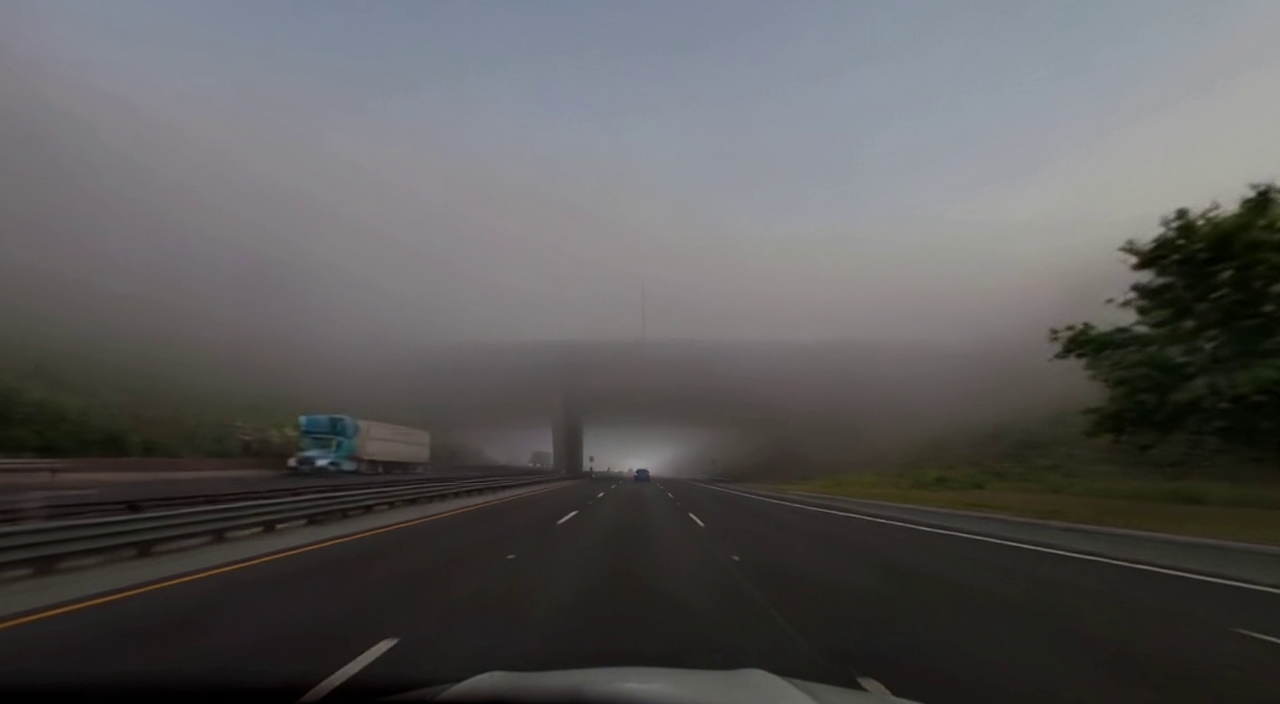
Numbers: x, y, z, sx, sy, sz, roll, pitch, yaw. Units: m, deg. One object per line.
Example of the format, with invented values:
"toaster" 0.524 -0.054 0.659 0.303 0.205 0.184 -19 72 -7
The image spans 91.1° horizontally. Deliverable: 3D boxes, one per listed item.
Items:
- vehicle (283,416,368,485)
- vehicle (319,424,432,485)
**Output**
"vehicle" -19.773 6.278 39.830 2.986 4.121 4.023 1 -11 0
"vehicle" -19.782 8.049 48.399 2.893 4.010 13.120 1 -11 0
